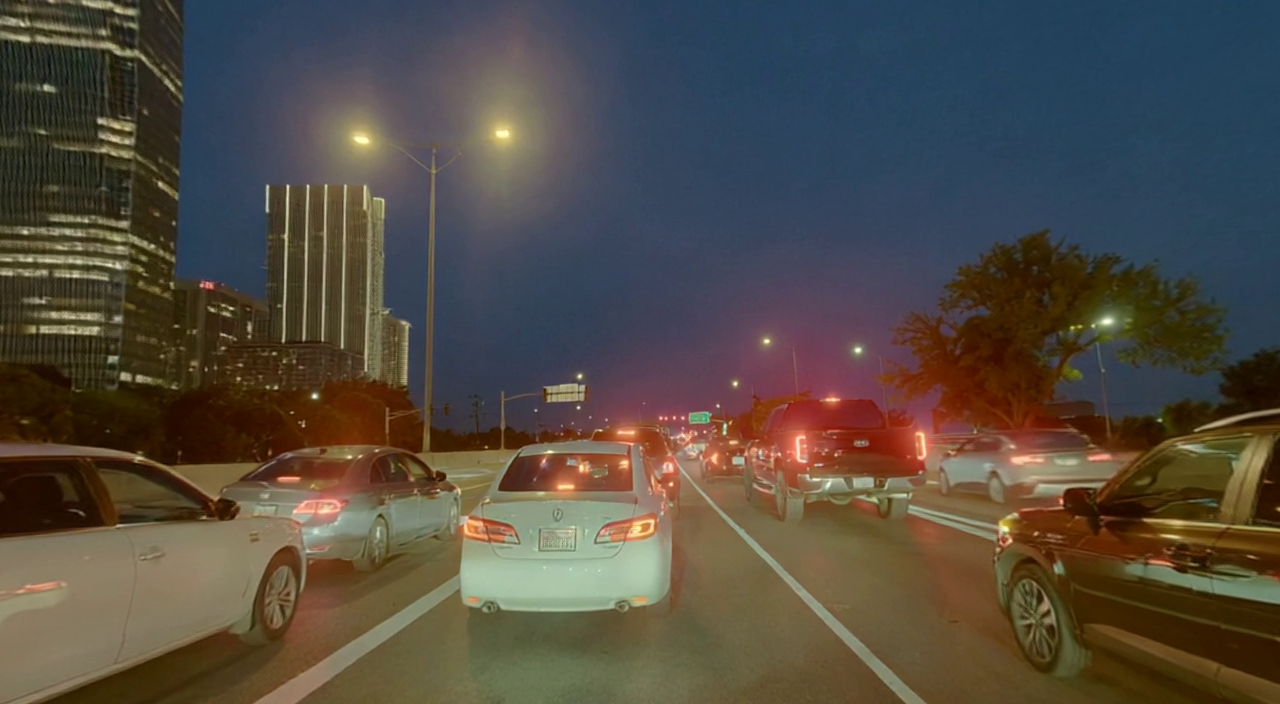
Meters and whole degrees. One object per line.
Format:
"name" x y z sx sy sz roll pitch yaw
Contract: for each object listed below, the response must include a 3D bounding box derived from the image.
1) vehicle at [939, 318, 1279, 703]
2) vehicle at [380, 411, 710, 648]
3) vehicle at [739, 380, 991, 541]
"vehicle" 3.151 0.754 2.079 2.024 1.723 4.714 0 -9 1
"vehicle" -0.564 1.484 6.328 2.172 1.536 4.250 0 -9 2
"vehicle" 3.549 1.918 11.611 2.497 2.186 5.890 0 -8 1
